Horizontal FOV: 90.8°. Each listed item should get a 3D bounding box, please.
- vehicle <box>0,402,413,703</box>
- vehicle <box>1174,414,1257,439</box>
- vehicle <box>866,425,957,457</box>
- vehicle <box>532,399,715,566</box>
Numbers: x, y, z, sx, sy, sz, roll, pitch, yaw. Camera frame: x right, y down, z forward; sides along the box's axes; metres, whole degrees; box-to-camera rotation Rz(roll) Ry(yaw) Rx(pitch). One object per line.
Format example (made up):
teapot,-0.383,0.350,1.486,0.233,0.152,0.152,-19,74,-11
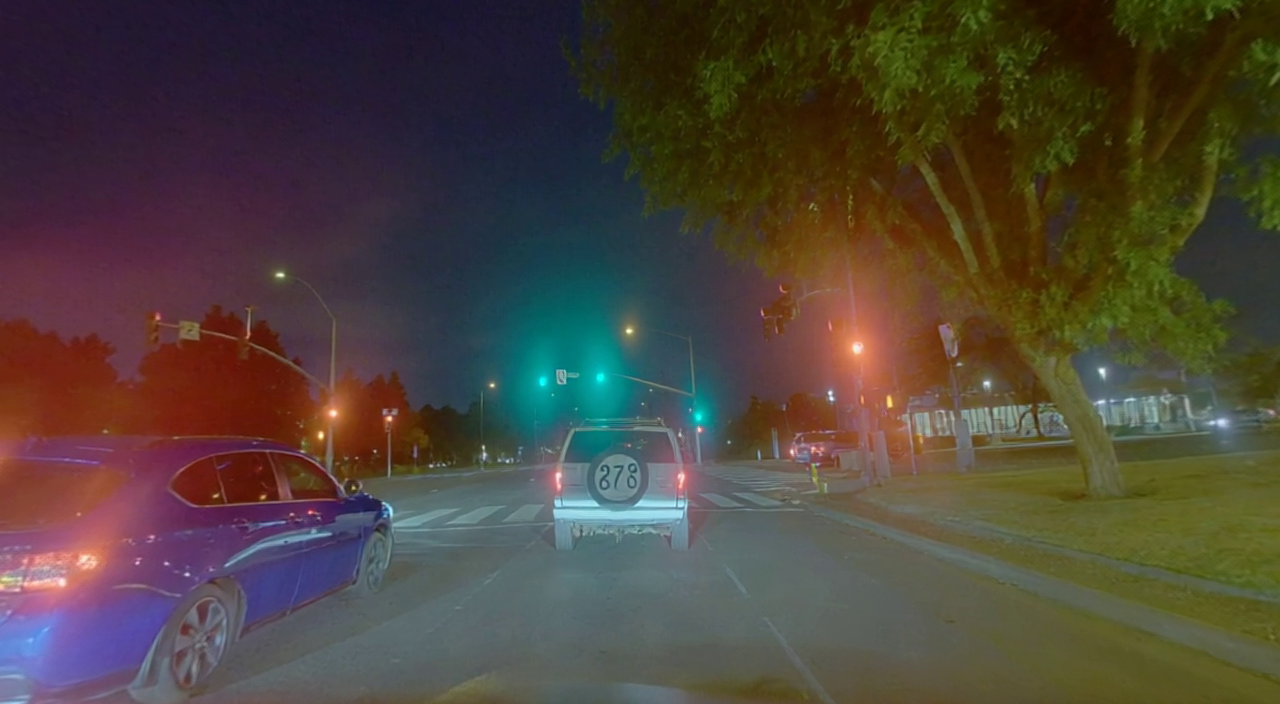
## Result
vehicle,-3.378,1.266,4.562,2.011,1.527,4.008,0,-8,-1
vehicle,37.415,4.869,41.081,4.509,1.487,1.915,3,-9,-19
vehicle,13.857,4.561,32.357,3.830,1.545,2.006,3,-9,-18
vehicle,-0.185,1.793,9.345,2.059,1.877,4.249,0,-8,0
